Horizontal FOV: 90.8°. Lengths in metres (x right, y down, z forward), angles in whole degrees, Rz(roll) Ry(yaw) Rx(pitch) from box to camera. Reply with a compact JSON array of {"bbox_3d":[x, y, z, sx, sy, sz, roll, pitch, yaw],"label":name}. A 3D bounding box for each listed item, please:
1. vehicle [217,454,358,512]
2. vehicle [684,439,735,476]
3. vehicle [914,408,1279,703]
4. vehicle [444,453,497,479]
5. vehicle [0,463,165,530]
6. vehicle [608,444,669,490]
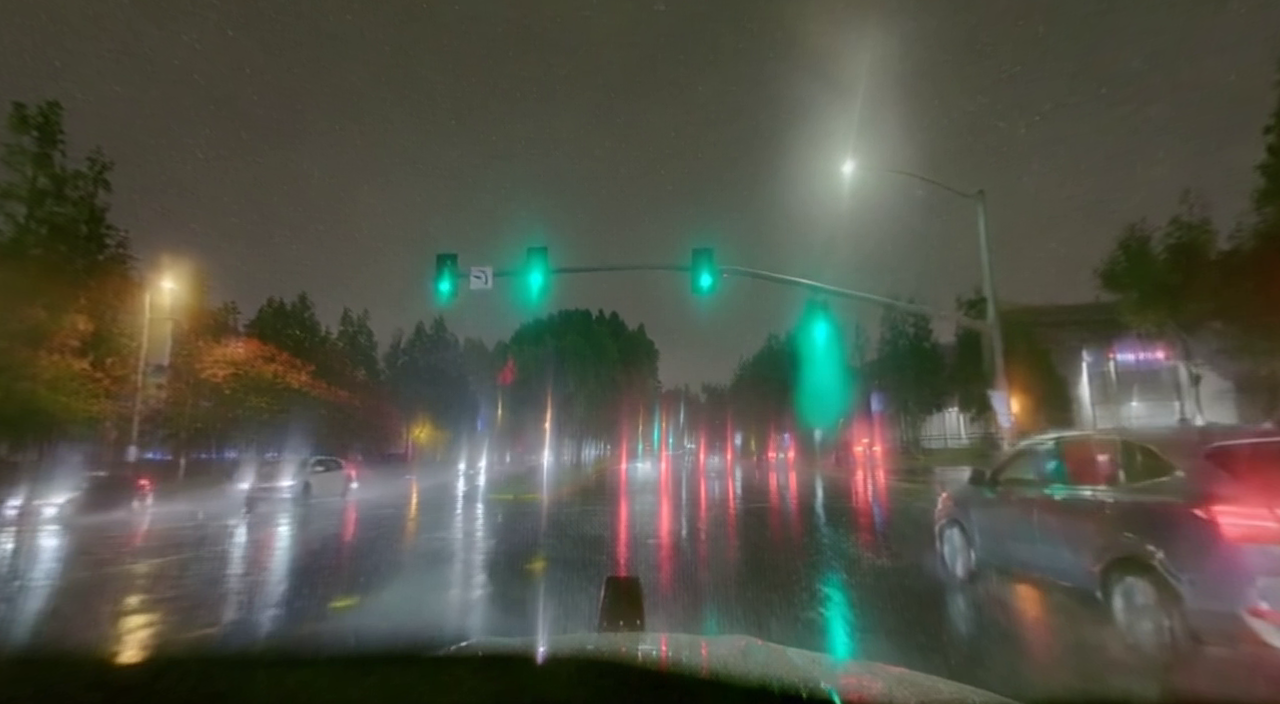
[{"bbox_3d":[-10.828,4.014,19.840,1.808,1.512,4.447,0,-8,1],"label":"vehicle"},{"bbox_3d":[3.573,5.532,33.373,2.107,1.773,4.557,0,-8,-1],"label":"vehicle"},{"bbox_3d":[3.888,1.210,4.298,2.049,1.473,4.425,0,-8,0],"label":"vehicle"},{"bbox_3d":[-10.852,7.317,40.811,2.043,1.456,4.627,0,-8,1],"label":"vehicle"},{"bbox_3d":[-17.965,4.510,20.230,1.918,1.738,4.589,0,-8,0],"label":"vehicle"},{"bbox_3d":[-0.049,4.160,23.216,2.034,1.500,3.966,0,-8,0],"label":"vehicle"}]
